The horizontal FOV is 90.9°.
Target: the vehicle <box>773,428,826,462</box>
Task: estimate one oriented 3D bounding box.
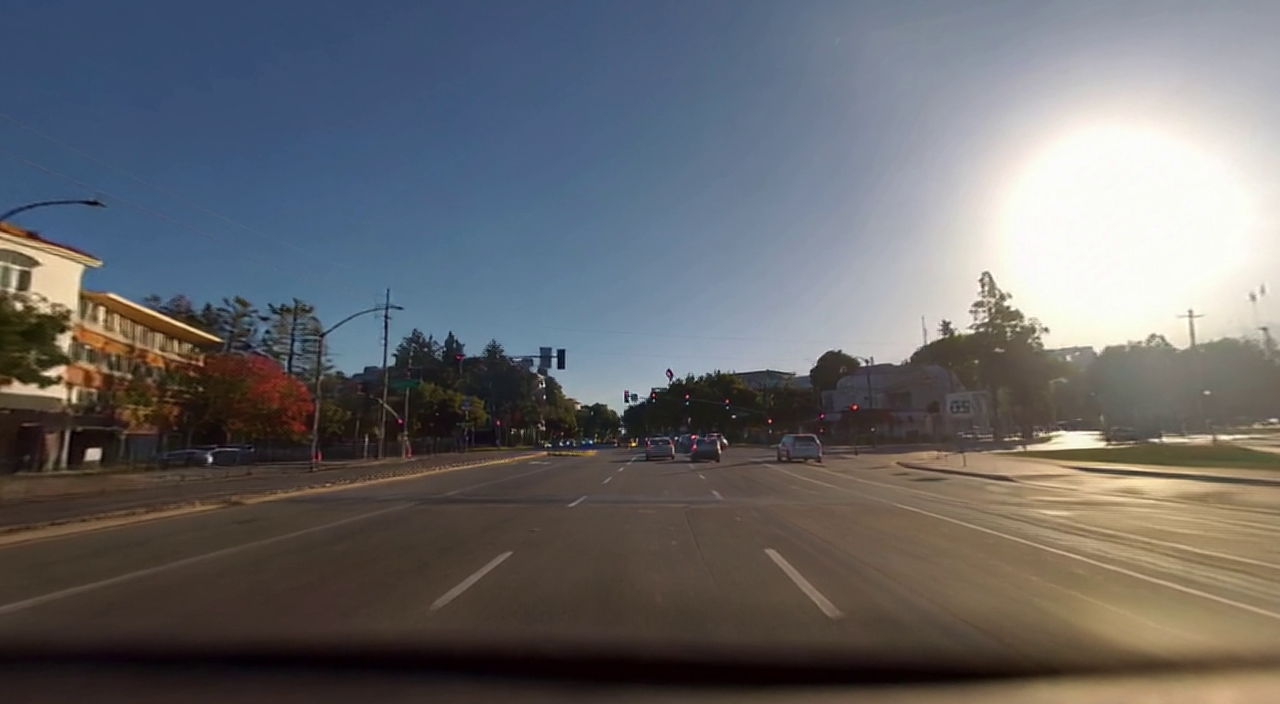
[{"bbox_3d":[9.537,5.595,38.065,2.132,1.892,4.851,-1,-8,3],"label":"vehicle"}]

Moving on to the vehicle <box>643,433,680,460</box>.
[{"bbox_3d":[1.300,5.723,38.064,2.099,1.516,4.681,0,-9,2],"label":"vehicle"}]

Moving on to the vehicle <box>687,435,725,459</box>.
[{"bbox_3d":[4.173,6.085,40.539,1.994,1.436,4.169,0,-9,0],"label":"vehicle"}]
